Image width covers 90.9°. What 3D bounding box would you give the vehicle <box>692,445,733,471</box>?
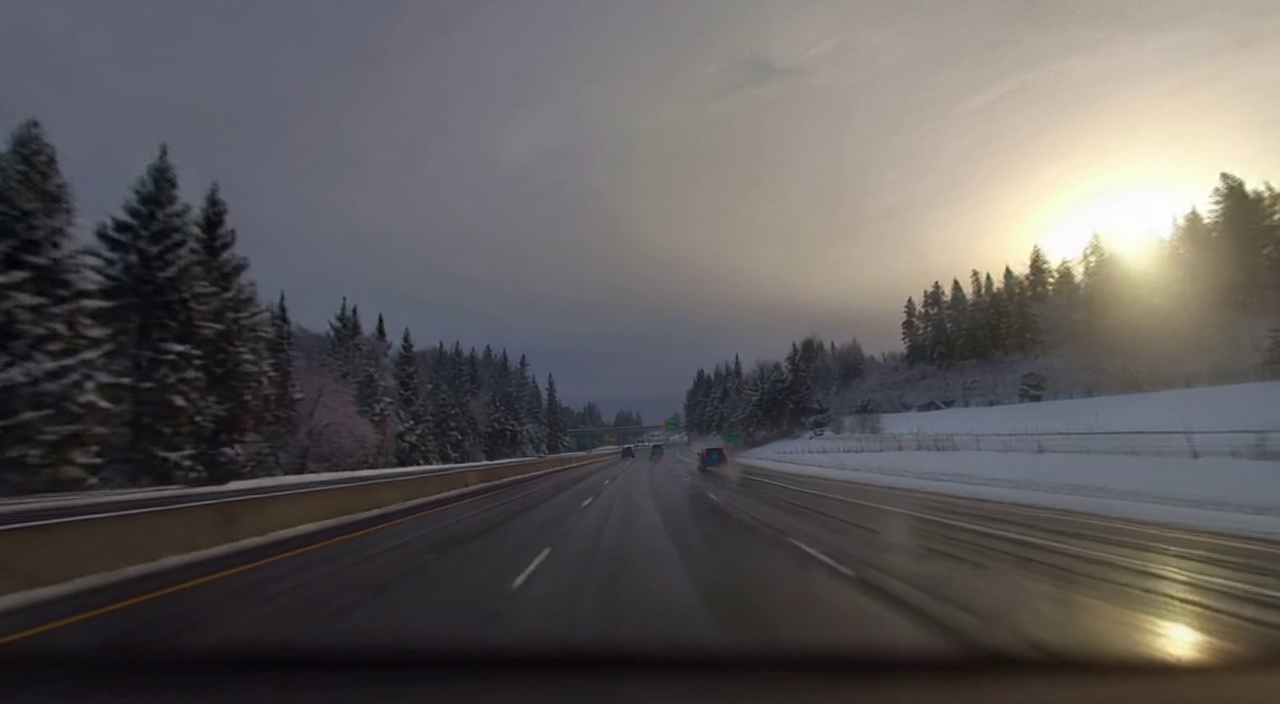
[{"bbox_3d":[4.726,6.989,41.585,2.175,1.574,3.943,0,-9,0],"label":"vehicle"}]
